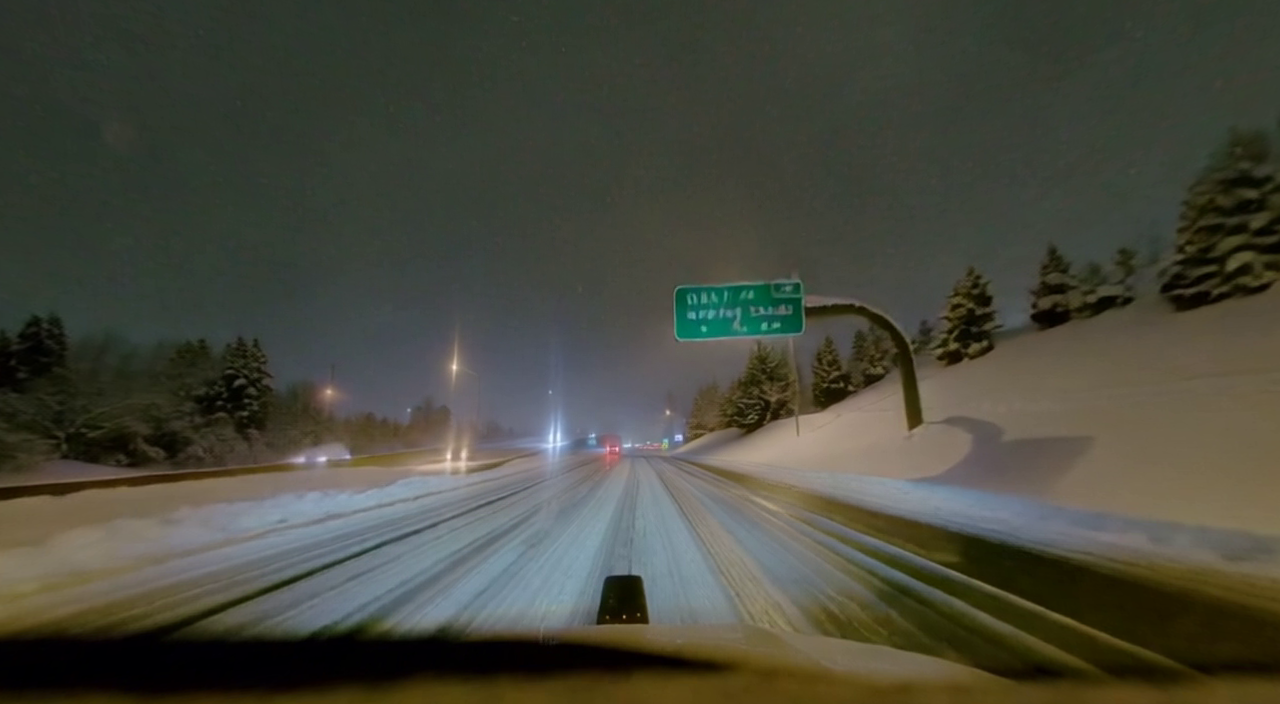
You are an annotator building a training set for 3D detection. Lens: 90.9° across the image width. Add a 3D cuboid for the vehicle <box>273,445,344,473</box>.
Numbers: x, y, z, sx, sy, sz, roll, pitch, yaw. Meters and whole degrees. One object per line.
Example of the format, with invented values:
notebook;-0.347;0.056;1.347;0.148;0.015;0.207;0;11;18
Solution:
vehicle;-23.539;7.591;45.067;1.999;1.811;5.381;-1;-9;2
